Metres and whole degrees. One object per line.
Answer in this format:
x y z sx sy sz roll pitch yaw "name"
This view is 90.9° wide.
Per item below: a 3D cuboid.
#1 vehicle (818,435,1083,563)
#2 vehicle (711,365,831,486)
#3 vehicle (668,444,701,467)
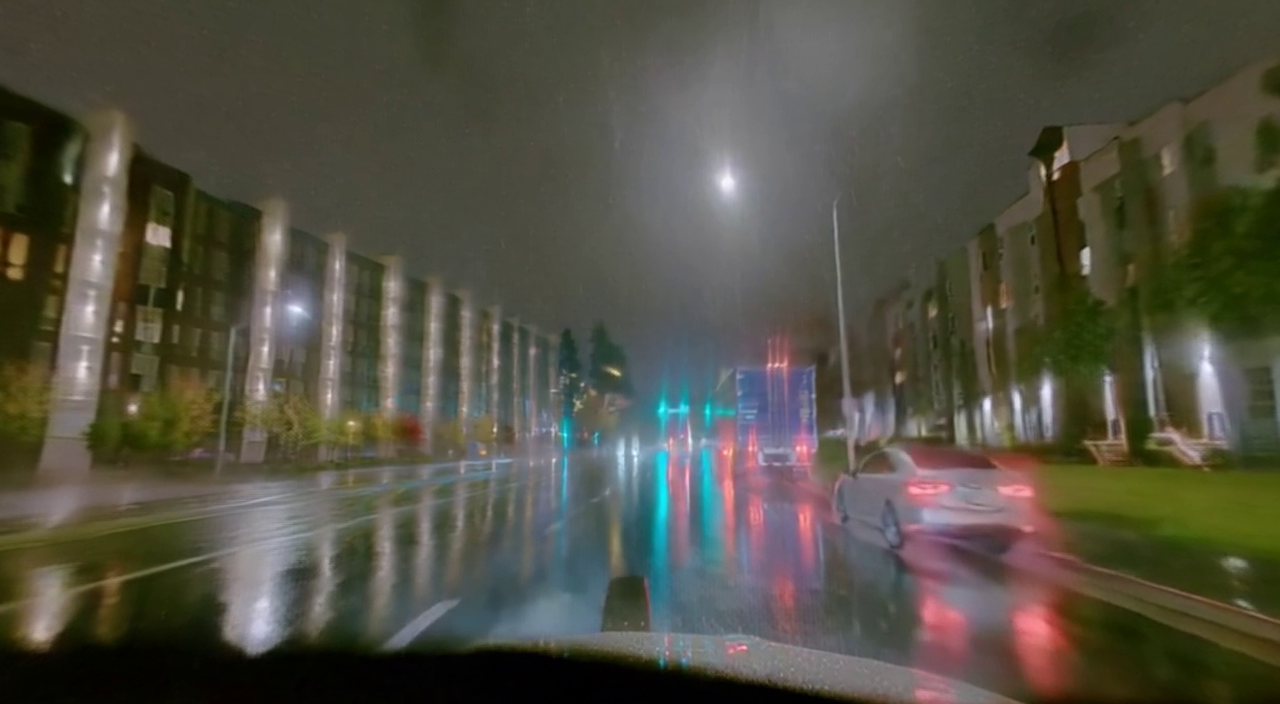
4.295 2.065 9.756 1.884 1.472 4.650 0 -8 2 "vehicle"
5.032 3.378 27.401 3.157 3.982 13.307 0 -8 3 "vehicle"
2.915 6.664 40.653 1.871 1.370 4.206 -1 -9 7 "vehicle"
